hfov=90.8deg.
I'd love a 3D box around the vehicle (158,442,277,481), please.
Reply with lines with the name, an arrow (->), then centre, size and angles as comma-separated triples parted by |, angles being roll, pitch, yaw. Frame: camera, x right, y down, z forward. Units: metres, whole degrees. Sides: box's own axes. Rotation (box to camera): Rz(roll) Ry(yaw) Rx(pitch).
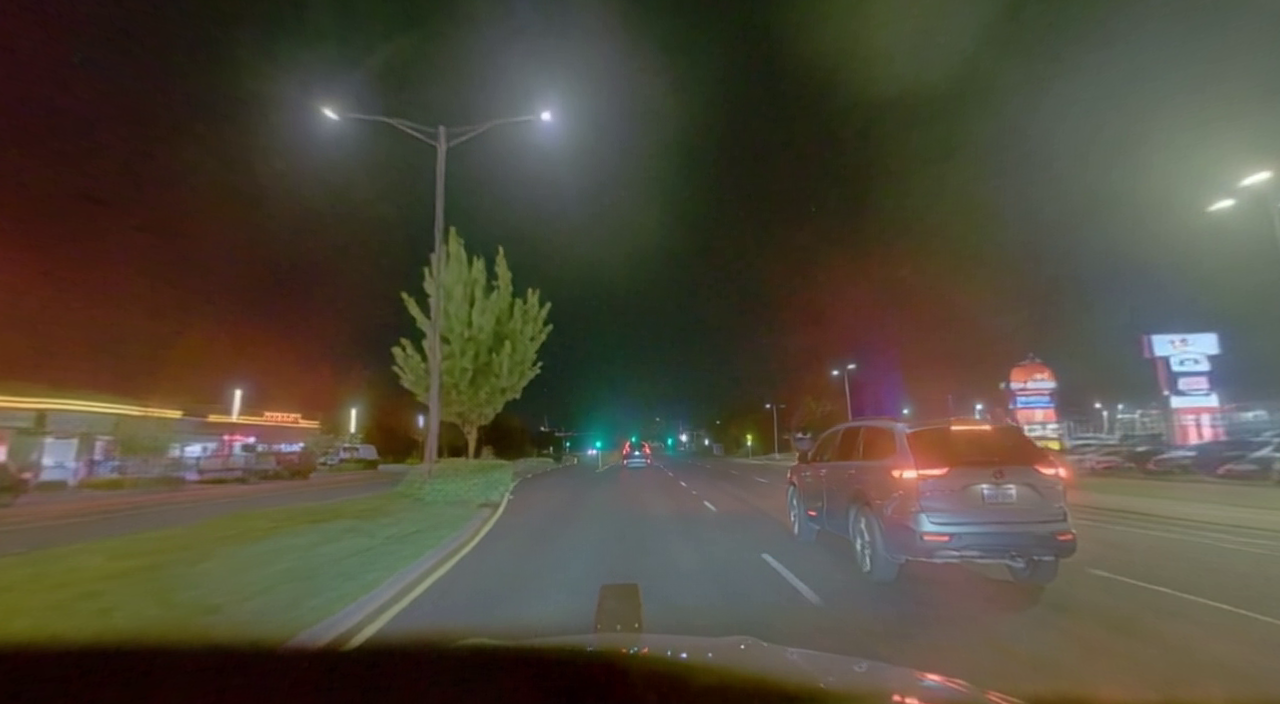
vehicle -> -25.912, 6.733, 38.925 | 5.776, 1.932, 2.226 | -4, -9, 0

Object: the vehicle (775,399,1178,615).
vehicle -> 3.167, 1.557, 7.296 | 2.110, 1.698, 4.397 | 0, -9, -2

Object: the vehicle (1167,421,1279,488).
vehicle -> 20.167, 3.088, 19.630 | 5.434, 1.879, 2.270 | -3, -9, -1

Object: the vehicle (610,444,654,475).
vehicle -> -0.409, 5.488, 32.531 | 2.126, 1.475, 3.967 | 0, -9, -1

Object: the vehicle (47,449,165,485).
vehicle -> -28.757, 6.177, 34.331 | 1.942, 1.695, 5.231 | 1, -9, -2
